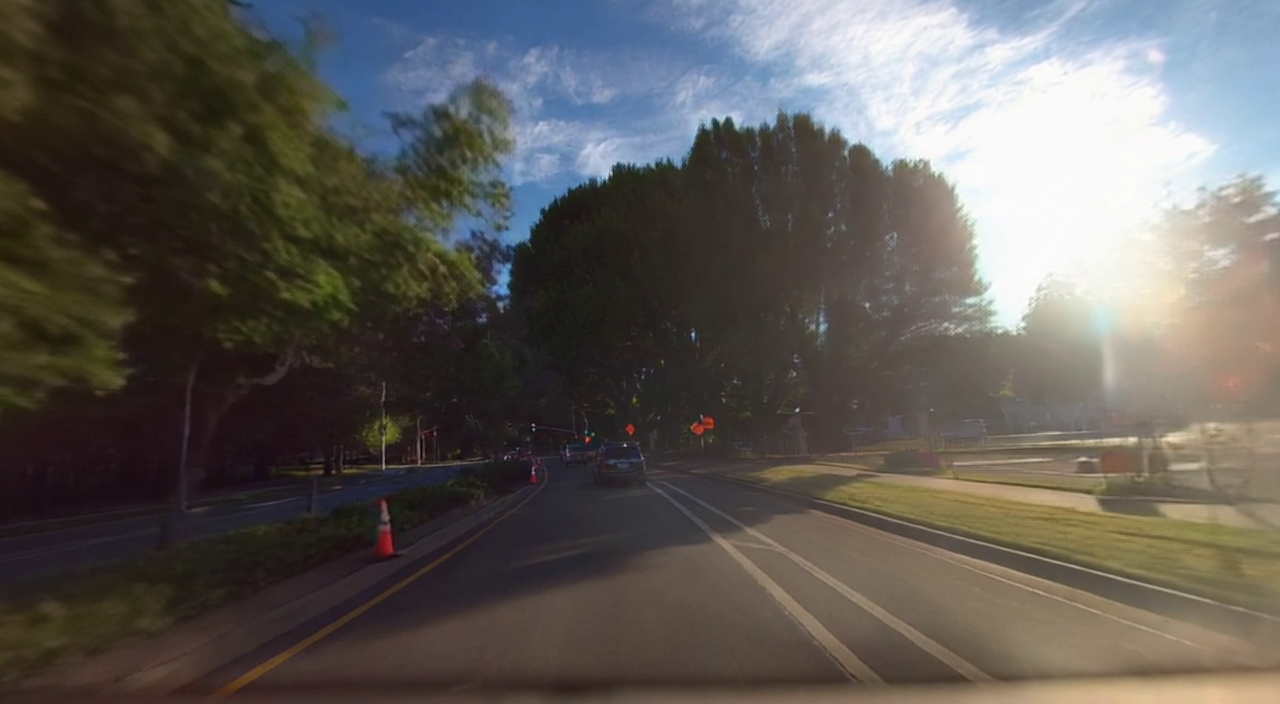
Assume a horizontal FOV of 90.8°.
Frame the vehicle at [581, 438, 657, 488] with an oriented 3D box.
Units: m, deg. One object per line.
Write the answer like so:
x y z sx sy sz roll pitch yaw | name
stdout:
-0.847 3.752 21.688 2.266 1.508 4.430 1 -9 -7 | vehicle
